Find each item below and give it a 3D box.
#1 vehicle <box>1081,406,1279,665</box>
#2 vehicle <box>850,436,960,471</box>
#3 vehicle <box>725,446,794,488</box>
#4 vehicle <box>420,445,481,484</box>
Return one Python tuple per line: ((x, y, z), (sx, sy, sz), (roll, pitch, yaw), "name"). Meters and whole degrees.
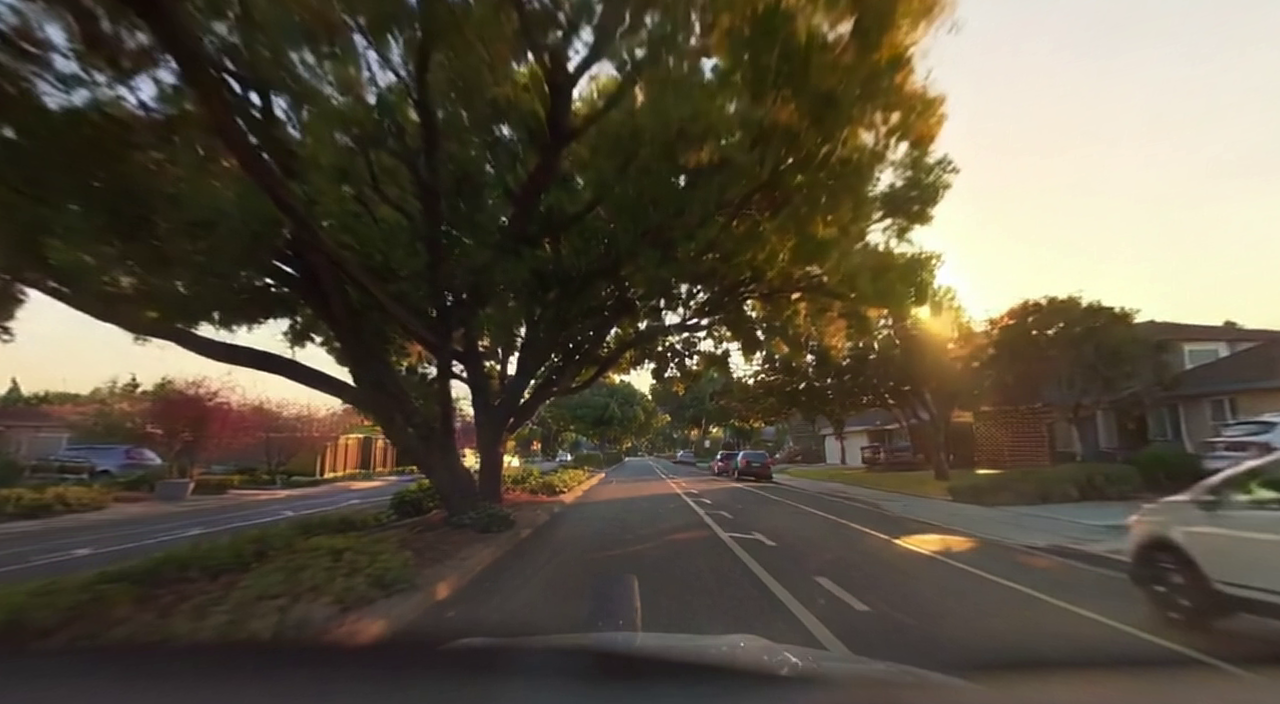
((5.228, 1.155, 3.799), (2.001, 1.693, 4.311), (0, -9, 0), "vehicle")
((13.752, 5.299, 33.000), (4.789, 1.556, 1.897), (-3, -8, 1), "vehicle")
((4.905, 4.789, 26.768), (1.900, 1.608, 5.037), (0, -8, 0), "vehicle")
((-12.171, 7.209, 40.906), (2.396, 2.159, 5.470), (-2, -8, -1), "vehicle")
